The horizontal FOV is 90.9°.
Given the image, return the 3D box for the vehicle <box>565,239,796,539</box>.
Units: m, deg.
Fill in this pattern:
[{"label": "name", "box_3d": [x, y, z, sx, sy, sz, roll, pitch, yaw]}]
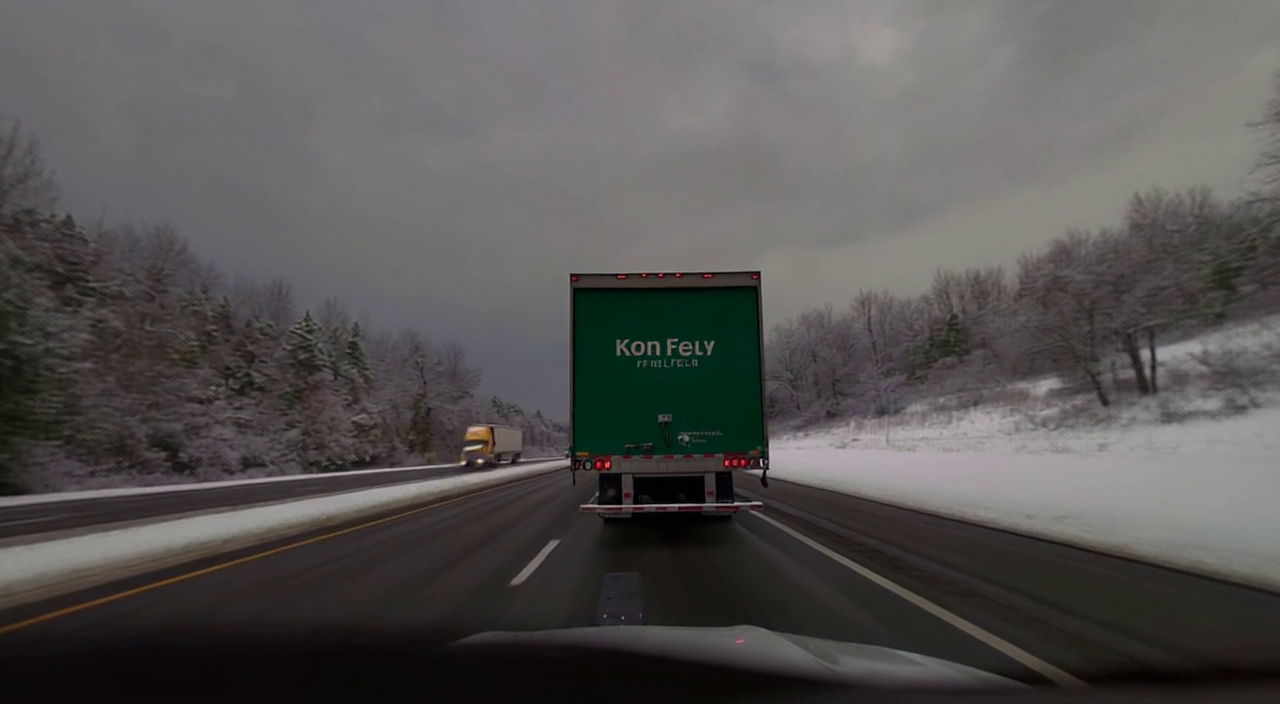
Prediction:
[{"label": "vehicle", "box_3d": [0.521, 1.582, 16.267, 3.230, 4.377, 14.405, 0, -9, 0]}]
